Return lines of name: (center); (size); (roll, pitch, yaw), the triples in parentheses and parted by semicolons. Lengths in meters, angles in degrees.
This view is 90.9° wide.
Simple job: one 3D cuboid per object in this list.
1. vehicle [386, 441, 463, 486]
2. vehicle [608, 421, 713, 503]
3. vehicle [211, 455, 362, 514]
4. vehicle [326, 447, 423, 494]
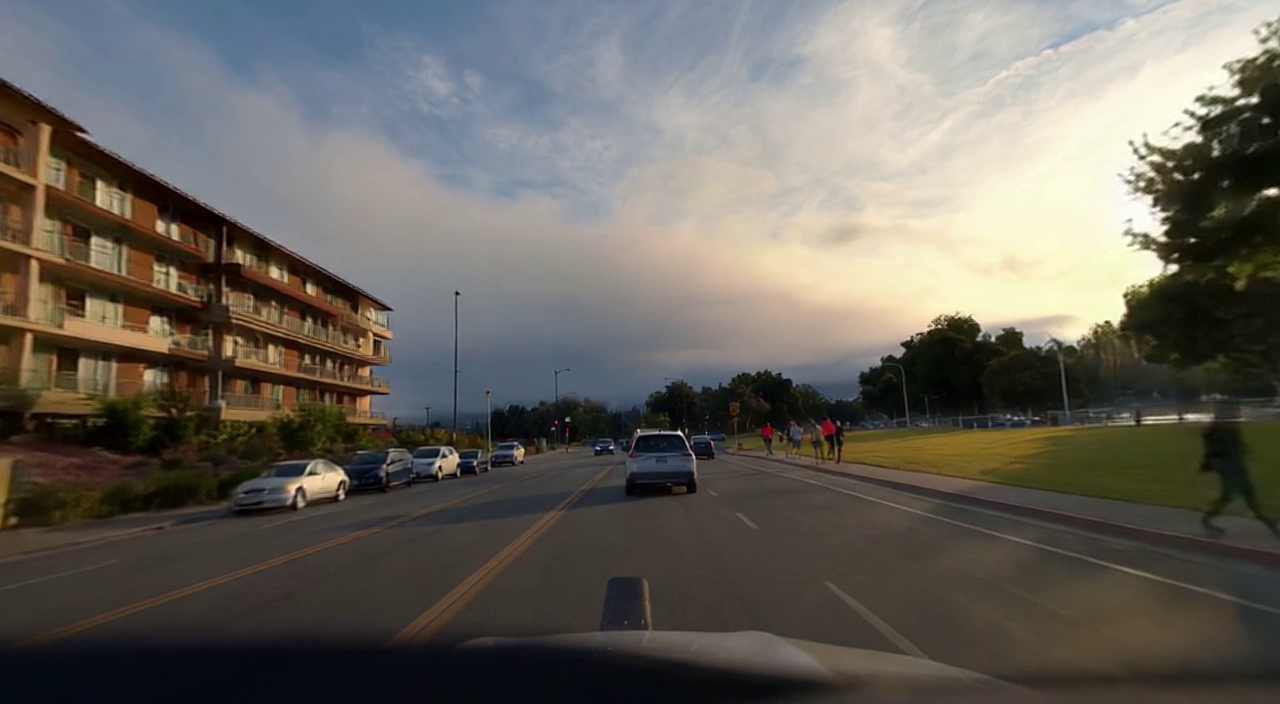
vehicle: (-10.118, 5.219, 30.023); (1.940, 1.816, 4.721); (-1, -7, 1)
vehicle: (0.395, 2.503, 14.756); (2.132, 1.632, 3.838); (0, -8, 0)
vehicle: (-10.506, 3.930, 19.240); (1.839, 1.474, 4.694); (-1, -8, 1)
vehicle: (-10.287, 4.577, 24.815); (1.869, 1.647, 4.281); (-1, -8, 1)
